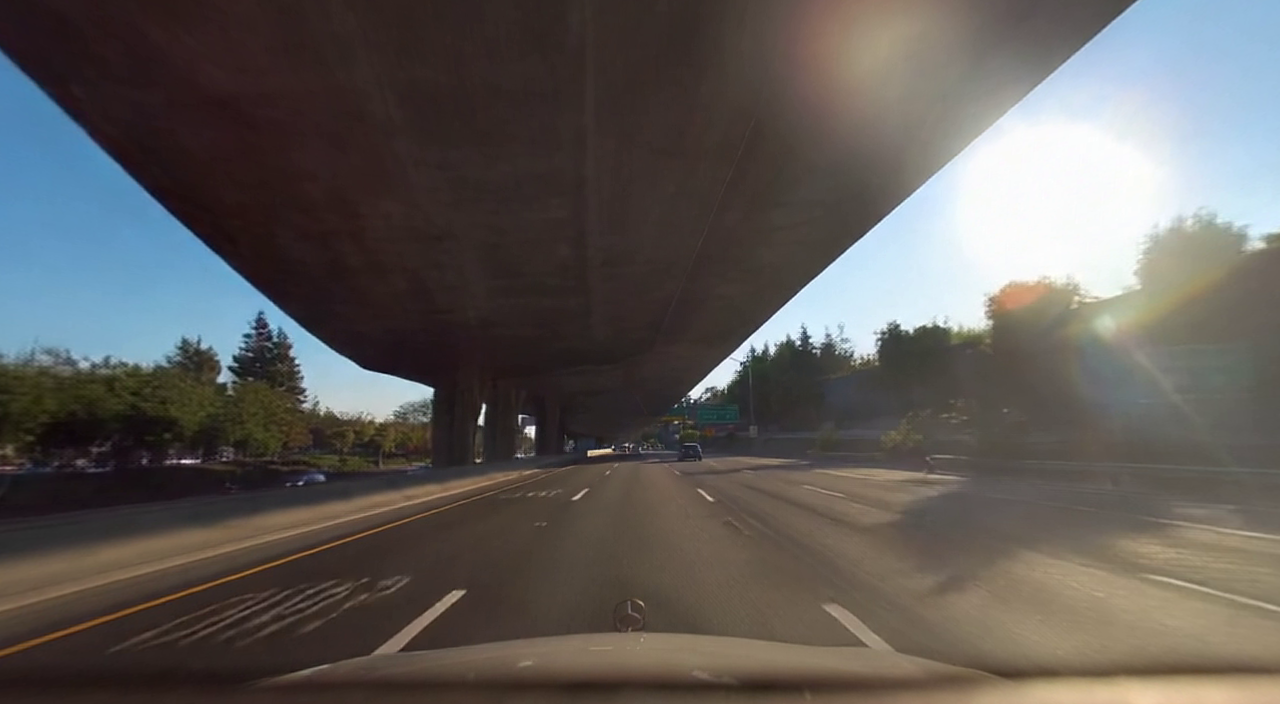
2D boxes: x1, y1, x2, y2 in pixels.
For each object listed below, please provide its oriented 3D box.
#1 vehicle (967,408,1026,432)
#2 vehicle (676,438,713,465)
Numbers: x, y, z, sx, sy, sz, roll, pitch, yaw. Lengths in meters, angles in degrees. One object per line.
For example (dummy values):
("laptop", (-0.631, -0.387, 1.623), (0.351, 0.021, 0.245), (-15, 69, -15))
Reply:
("vehicle", (26.230, 5.055, 46.556), (1.887, 1.537, 3.996), (0, -8, -2))
("vehicle", (3.780, 6.962, 44.325), (2.099, 1.748, 4.331), (0, -8, -2))
